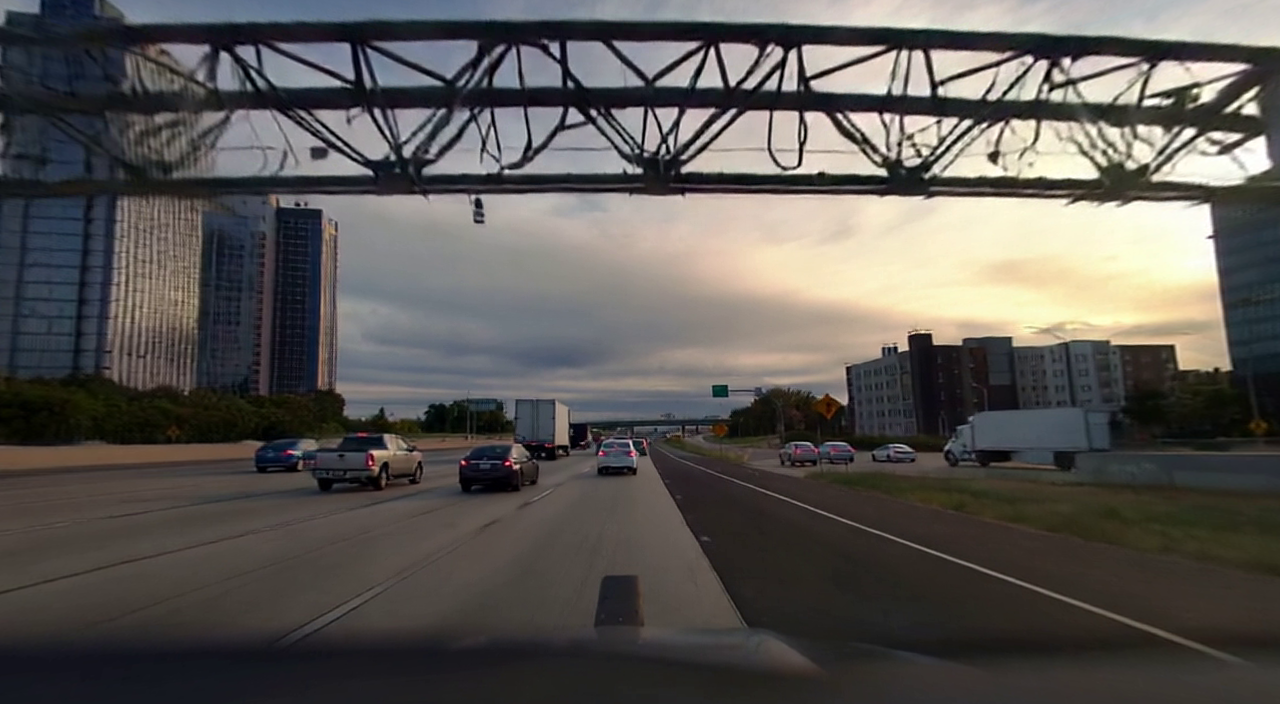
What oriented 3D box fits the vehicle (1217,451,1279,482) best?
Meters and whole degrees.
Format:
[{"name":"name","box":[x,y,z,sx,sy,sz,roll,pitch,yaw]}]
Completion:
[{"name":"vehicle","box":[32.808,5.875,32.332,4.258,1.498,1.904,-1,-9,5]}]

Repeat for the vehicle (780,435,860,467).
[{"name":"vehicle","box":[12.096,6.699,42.738,2.415,1.972,5.572,3,-9,-19]}]

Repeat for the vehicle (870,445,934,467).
[{"name":"vehicle","box":[19.005,7.544,45.935,1.902,1.494,4.239,3,-9,-19]}]

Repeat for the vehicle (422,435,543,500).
[{"name":"vehicle","box":[-4.005,3.006,16.810,2.016,1.497,4.235,0,-9,2]}]

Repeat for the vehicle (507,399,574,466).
[{"name":"vehicle","box":[-5.459,4.694,36.010,2.955,3.359,8.322,1,-9,-4]}]

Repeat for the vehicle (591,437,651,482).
[{"name":"vehicle","box":[-0.635,3.895,23.003,1.991,1.488,3.922,0,-9,0]}]

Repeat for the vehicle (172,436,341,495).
[{"name":"vehicle","box":[-11.070,3.291,18.701,1.987,1.495,4.710,0,-8,1]}]

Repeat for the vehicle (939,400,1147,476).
[{"name":"vehicle","box":[23.069,5.055,36.700,3.015,3.855,9.519,8,-12,-43]}]

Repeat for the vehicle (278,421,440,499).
[{"name":"vehicle","box":[-7.493,2.938,17.483,2.190,1.821,4.800,0,-8,1]}]

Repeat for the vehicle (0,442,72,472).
[{"name":"vehicle","box":[-37.257,6.249,37.768,1.955,1.667,4.683,0,-9,-1]}]
